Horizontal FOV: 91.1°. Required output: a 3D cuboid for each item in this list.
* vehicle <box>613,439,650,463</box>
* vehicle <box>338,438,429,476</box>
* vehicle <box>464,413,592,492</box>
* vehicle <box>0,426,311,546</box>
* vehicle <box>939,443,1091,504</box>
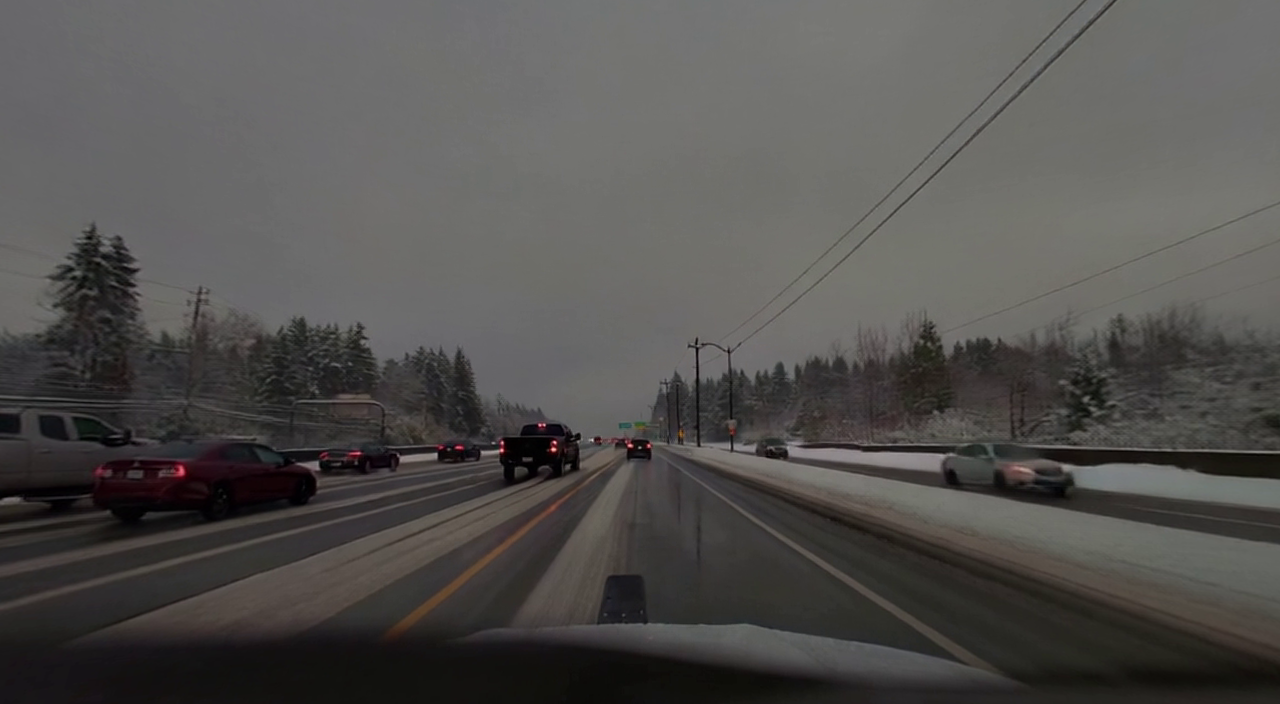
[{"bbox_3d":[-0.491,6.508,41.371,2.013,1.444,4.447,-1,-8,5],"label":"vehicle"},{"bbox_3d":[-10.888,4.483,27.070,1.884,1.453,4.579,0,-8,2],"label":"vehicle"},{"bbox_3d":[-3.227,3.145,19.981,2.815,2.092,6.526,0,-8,1],"label":"vehicle"},{"bbox_3d":[-7.563,2.006,10.141,1.964,1.481,4.425,0,-8,2],"label":"vehicle"},{"bbox_3d":[11.672,3.762,20.022,2.048,1.720,4.524,0,-8,0],"label":"vehicle"}]
